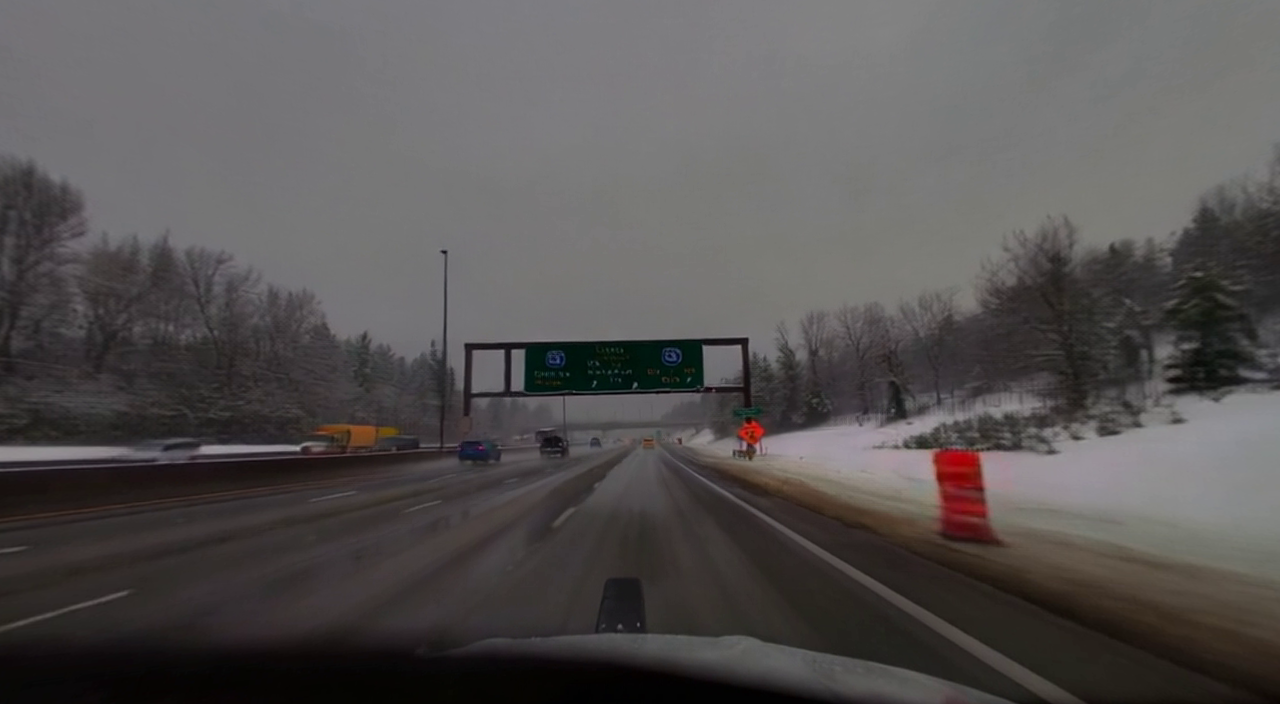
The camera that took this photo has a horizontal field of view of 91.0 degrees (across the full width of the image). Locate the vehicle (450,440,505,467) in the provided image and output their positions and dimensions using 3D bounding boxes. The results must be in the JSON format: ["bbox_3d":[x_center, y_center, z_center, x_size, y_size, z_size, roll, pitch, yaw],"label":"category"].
[{"bbox_3d":[-9.712,6.111,38.044,2.122,1.511,4.576,0,-8,0],"label":"vehicle"}]

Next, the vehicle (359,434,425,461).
[{"bbox_3d":[-18.603,7.218,47.643,2.447,1.910,6.271,0,-8,1],"label":"vehicle"}]

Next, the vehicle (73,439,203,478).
[{"bbox_3d":[-22.442,4.774,28.435,2.186,1.619,4.359,0,-9,1],"label":"vehicle"}]

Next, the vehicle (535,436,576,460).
[{"bbox_3d":[-6.336,7.307,47.799,2.402,1.733,4.512,0,-8,1],"label":"vehicle"}]
